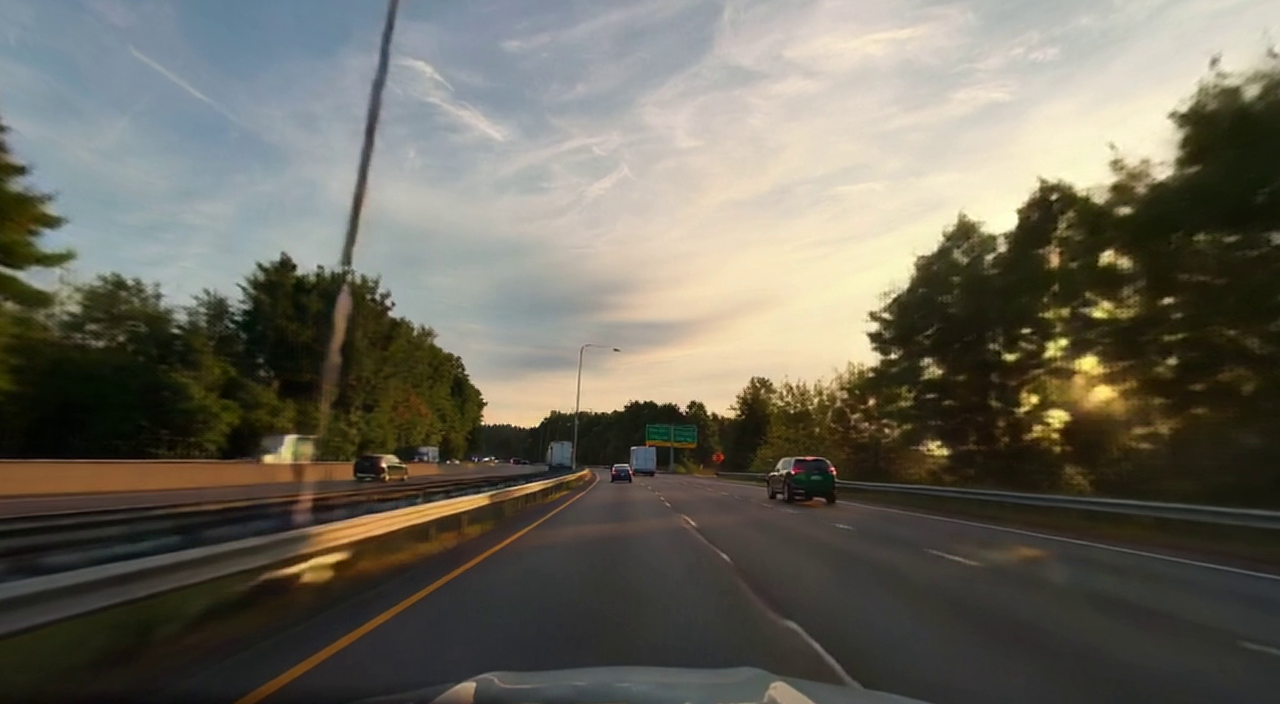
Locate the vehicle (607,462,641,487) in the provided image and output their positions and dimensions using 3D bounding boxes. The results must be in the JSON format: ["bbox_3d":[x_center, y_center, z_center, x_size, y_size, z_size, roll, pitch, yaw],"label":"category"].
[{"bbox_3d":[-1.037,7.795,40.069,1.987,1.467,3.903,1,-10,-2],"label":"vehicle"}]

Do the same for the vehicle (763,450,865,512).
[{"bbox_3d":[5.599,4.238,21.016,1.998,1.776,4.663,1,-10,-1],"label":"vehicle"}]

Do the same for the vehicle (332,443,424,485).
[{"bbox_3d":[-11.418,4.970,27.874,1.952,1.618,4.859,1,-10,0],"label":"vehicle"}]

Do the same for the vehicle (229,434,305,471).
[{"bbox_3d":[-28.923,7.906,49.134,2.260,2.650,6.057,1,-10,-2],"label":"vehicle"}]
